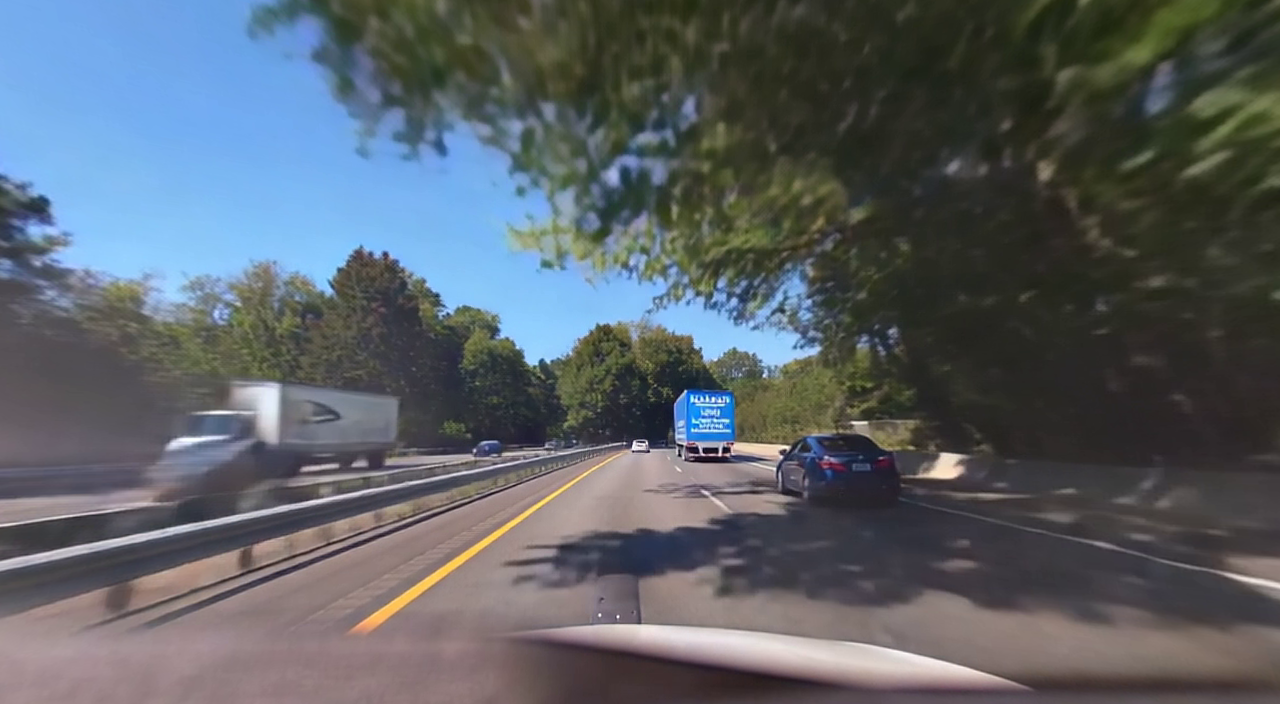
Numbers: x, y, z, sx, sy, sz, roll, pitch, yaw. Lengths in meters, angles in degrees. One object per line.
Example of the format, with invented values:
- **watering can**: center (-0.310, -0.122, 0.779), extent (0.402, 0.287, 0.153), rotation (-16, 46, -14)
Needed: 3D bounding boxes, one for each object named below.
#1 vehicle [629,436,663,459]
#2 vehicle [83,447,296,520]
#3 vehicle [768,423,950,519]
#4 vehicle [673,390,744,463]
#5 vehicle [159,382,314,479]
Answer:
- **vehicle**: center (0.450, 6.551, 43.429), extent (2.209, 1.499, 4.144), rotation (0, -8, 1)
- **vehicle**: center (-10.686, 3.104, 15.468), extent (2.010, 1.426, 4.364), rotation (0, -8, 0)
- **vehicle**: center (4.061, 2.261, 12.593), extent (2.028, 1.573, 4.207), rotation (0, -8, -2)
- **vehicle**: center (4.182, 5.090, 42.123), extent (3.171, 4.072, 13.784), rotation (0, -8, 0)
- **vehicle**: center (-18.132, 3.592, 28.876), extent (2.988, 3.961, 5.816), rotation (0, -8, 1)
